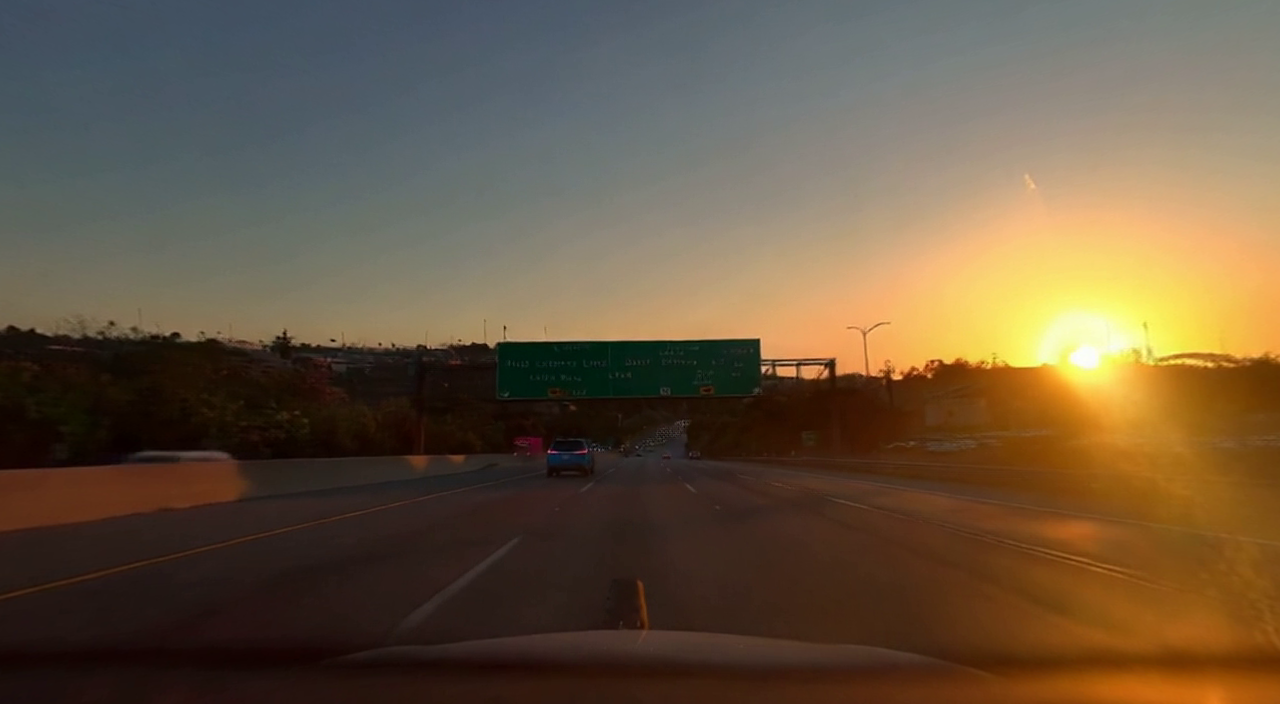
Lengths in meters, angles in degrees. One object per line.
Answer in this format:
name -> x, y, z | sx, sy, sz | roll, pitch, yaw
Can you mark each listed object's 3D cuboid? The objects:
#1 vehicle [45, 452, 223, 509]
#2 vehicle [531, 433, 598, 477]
vehicle -> -15.592, 3.929, 19.798 | 1.879, 1.526, 4.404 | 0, -9, 1
vehicle -> -3.605, 5.107, 31.449 | 2.431, 1.928, 5.760 | 0, -9, 2
